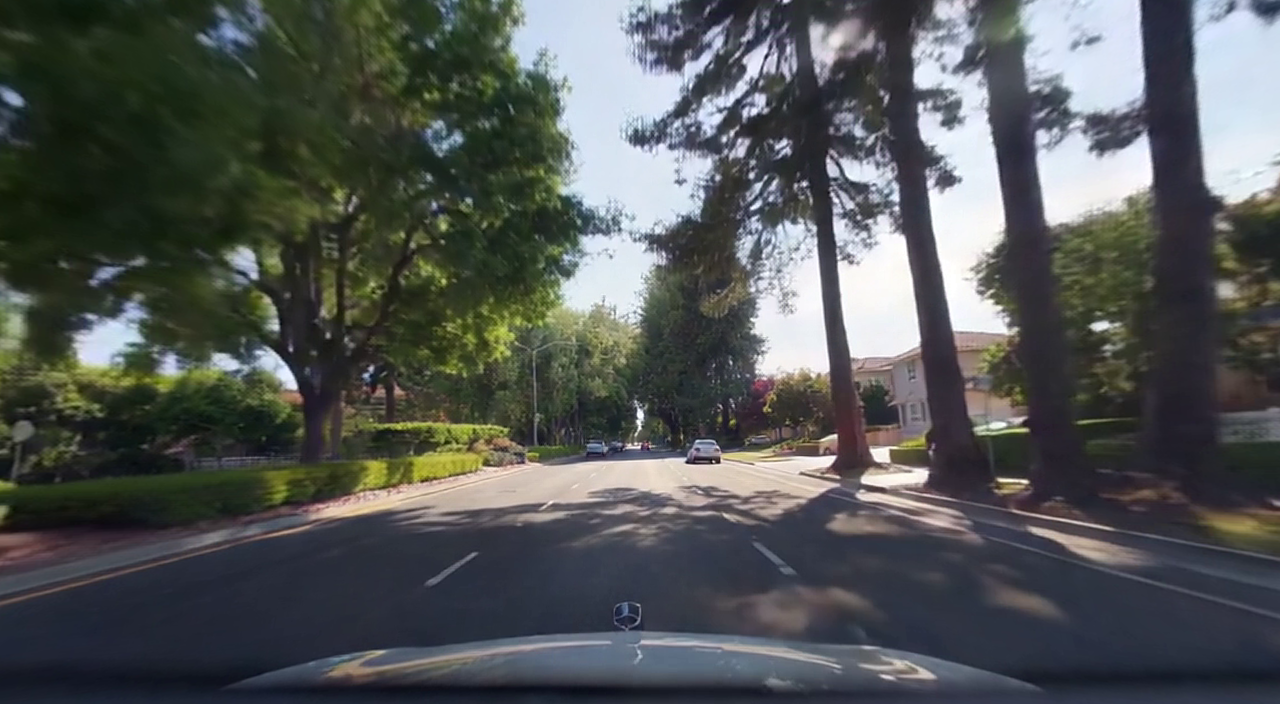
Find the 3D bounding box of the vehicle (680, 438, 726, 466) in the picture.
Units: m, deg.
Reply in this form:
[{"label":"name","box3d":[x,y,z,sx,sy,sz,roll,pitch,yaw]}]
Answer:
[{"label":"vehicle","box3d":[3.811,6.132,38.914,2.237,1.578,4.621,0,-8,-1]}]
